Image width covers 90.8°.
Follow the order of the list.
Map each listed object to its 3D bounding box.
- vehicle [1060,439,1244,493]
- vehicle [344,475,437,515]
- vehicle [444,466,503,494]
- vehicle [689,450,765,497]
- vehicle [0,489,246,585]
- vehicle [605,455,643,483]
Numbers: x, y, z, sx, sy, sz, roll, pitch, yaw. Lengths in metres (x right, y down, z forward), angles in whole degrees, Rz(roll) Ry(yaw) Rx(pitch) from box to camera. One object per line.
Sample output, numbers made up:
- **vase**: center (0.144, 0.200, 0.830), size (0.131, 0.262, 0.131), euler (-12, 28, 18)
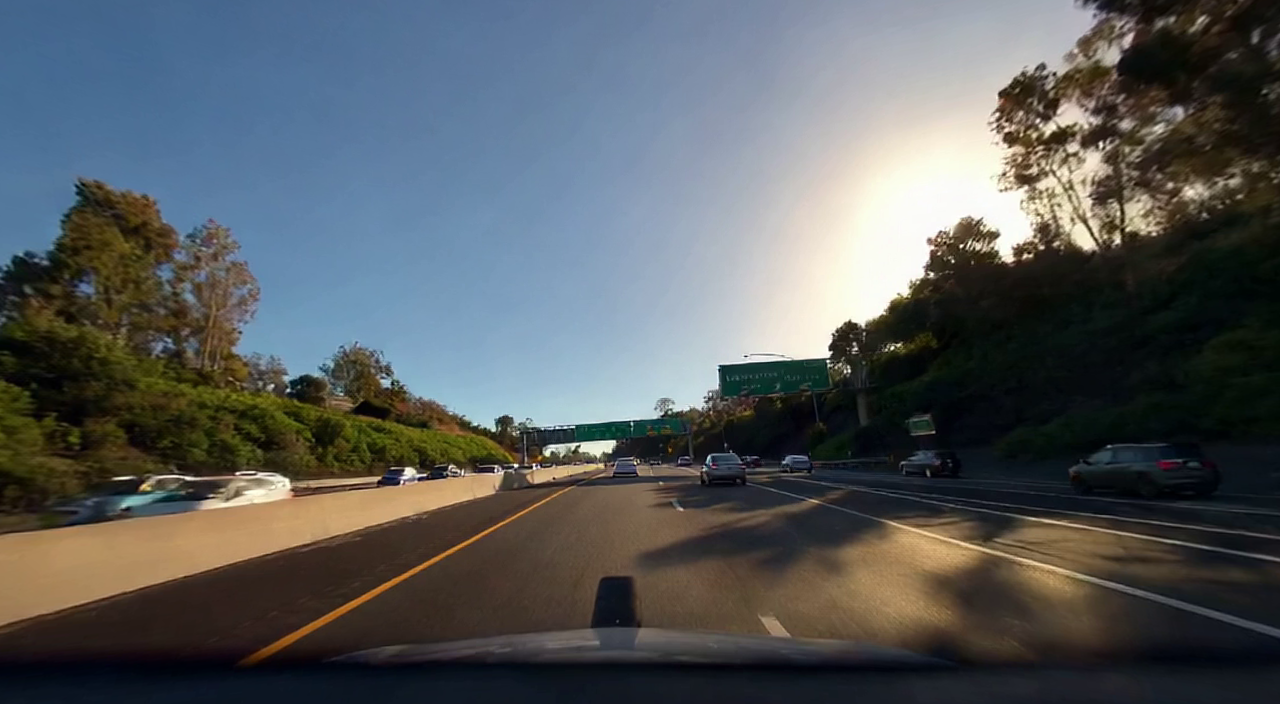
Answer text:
- **vehicle**: center (16.067, 3.596, 20.234), size (1.939, 1.529, 4.555), euler (0, -9, -2)
- **vehicle**: center (-10.554, 6.075, 27.139), size (2.201, 1.417, 4.255), euler (0, -9, 1)
- **vehicle**: center (-10.606, 8.194, 40.735), size (2.420, 1.511, 4.810), euler (0, -9, 1)
- **vehicle**: center (2.984, 4.298, 22.727), size (1.972, 1.488, 4.335), euler (0, -9, -2)
- **vehicle**: center (-10.864, 3.810, 13.555), size (1.974, 1.417, 4.286), euler (0, -9, 1)
- **vehicle**: center (-0.885, 6.843, 37.130), size (2.090, 1.510, 4.280), euler (0, -9, 0)
